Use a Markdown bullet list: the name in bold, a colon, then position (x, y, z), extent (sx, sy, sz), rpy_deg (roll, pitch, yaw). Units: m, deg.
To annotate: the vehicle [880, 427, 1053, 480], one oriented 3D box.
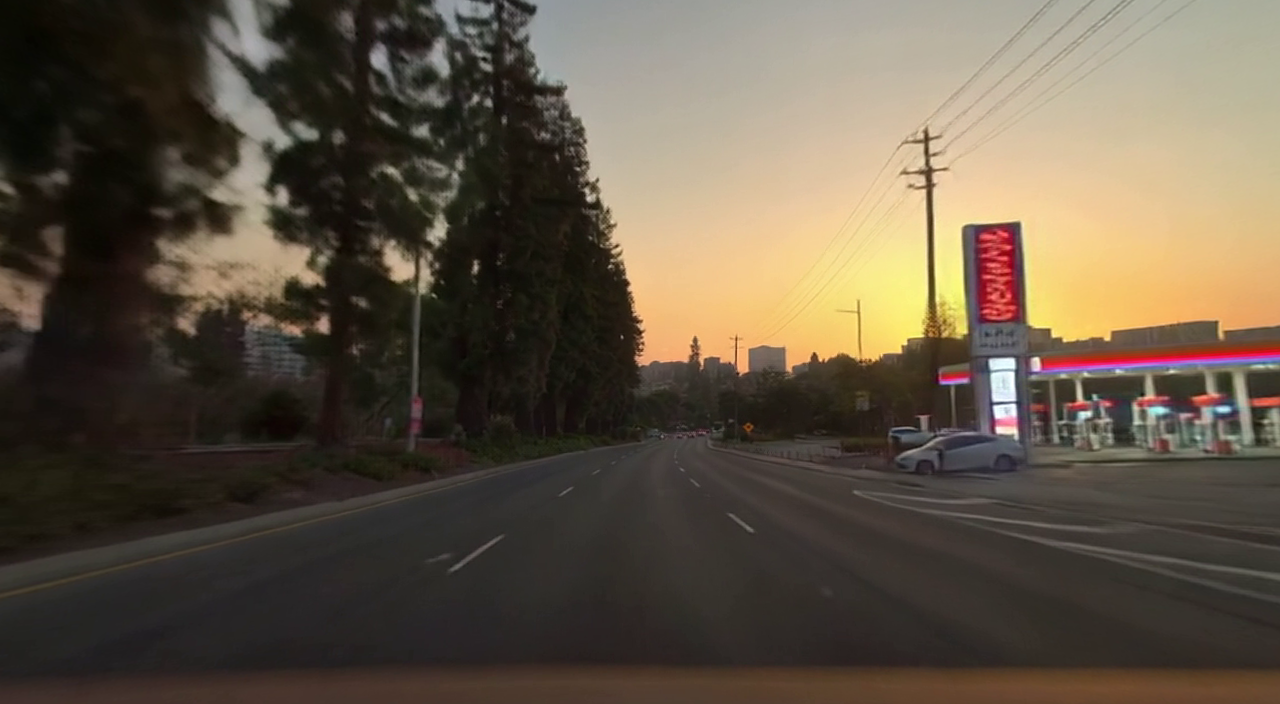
- **vehicle**: position (10.400, 3.261, 20.399), extent (4.476, 1.629, 1.953), rpy_deg (0, -9, 0)
